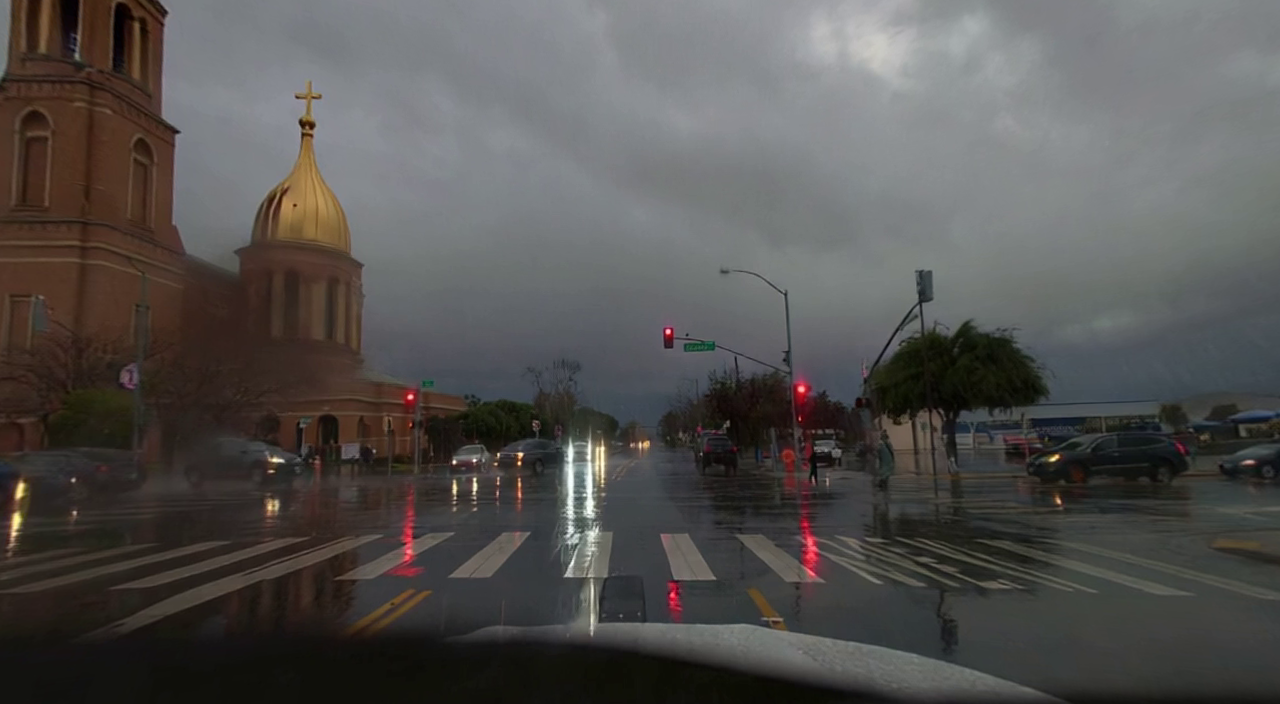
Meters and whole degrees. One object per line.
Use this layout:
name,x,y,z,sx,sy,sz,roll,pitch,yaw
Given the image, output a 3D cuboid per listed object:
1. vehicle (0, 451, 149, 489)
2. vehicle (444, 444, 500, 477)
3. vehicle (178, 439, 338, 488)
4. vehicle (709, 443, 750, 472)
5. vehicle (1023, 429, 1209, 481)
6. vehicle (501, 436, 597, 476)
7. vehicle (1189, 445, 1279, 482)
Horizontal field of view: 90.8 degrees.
vehicle,-23.386,4.888,26.209,4.479,1.476,1.873,0,-8,2
vehicle,-10.244,6.613,38.923,2.076,1.876,4.669,0,-8,1
vehicle,-14.069,4.110,23.517,4.567,1.724,2.051,0,-8,-1
vehicle,5.820,6.859,41.480,1.969,1.776,4.329,0,-8,-2
vehicle,19.832,4.317,26.575,5.852,2.057,2.361,0,-8,1
vehicle,-4.135,4.854,29.706,2.223,1.692,4.688,-4,-9,25
vehicle,26.335,4.671,26.667,4.561,1.475,1.850,0,-8,0
